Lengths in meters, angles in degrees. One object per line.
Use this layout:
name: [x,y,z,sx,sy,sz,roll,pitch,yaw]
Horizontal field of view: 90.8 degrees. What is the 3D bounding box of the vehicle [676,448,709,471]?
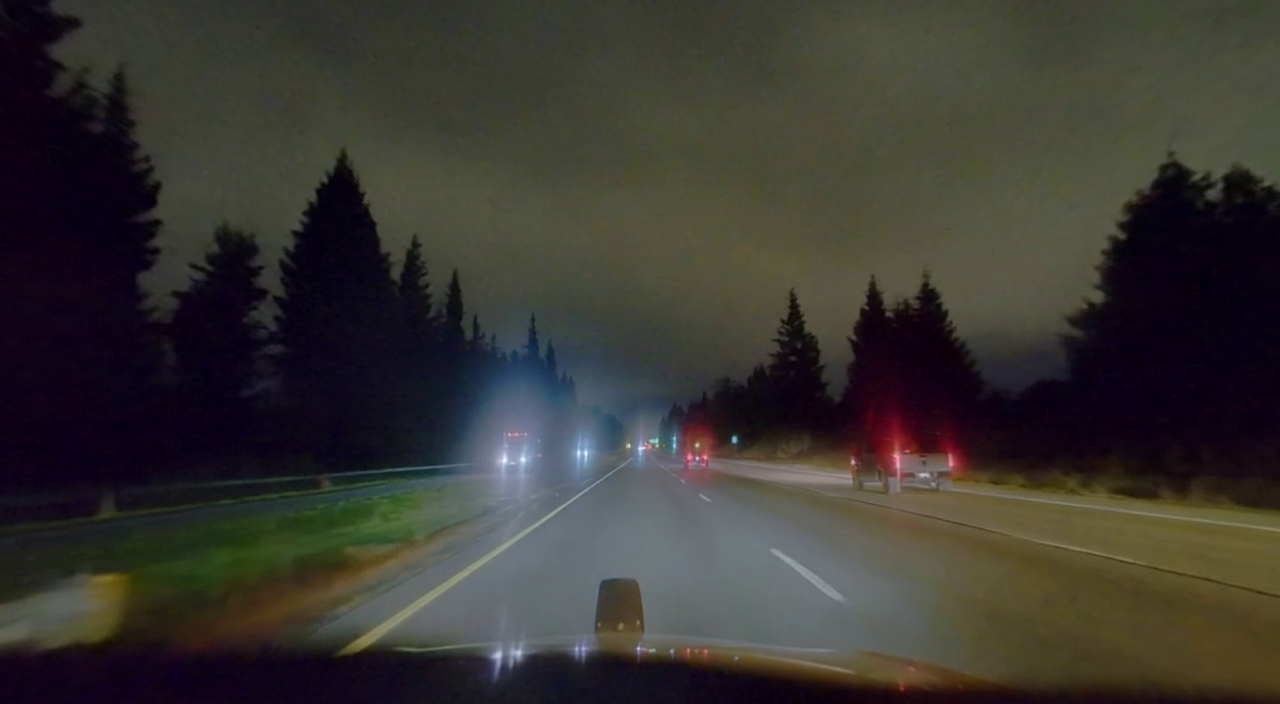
vehicle: [3.729,7.713,45.414,2.013,1.584,3.995,0,-9,-1]
